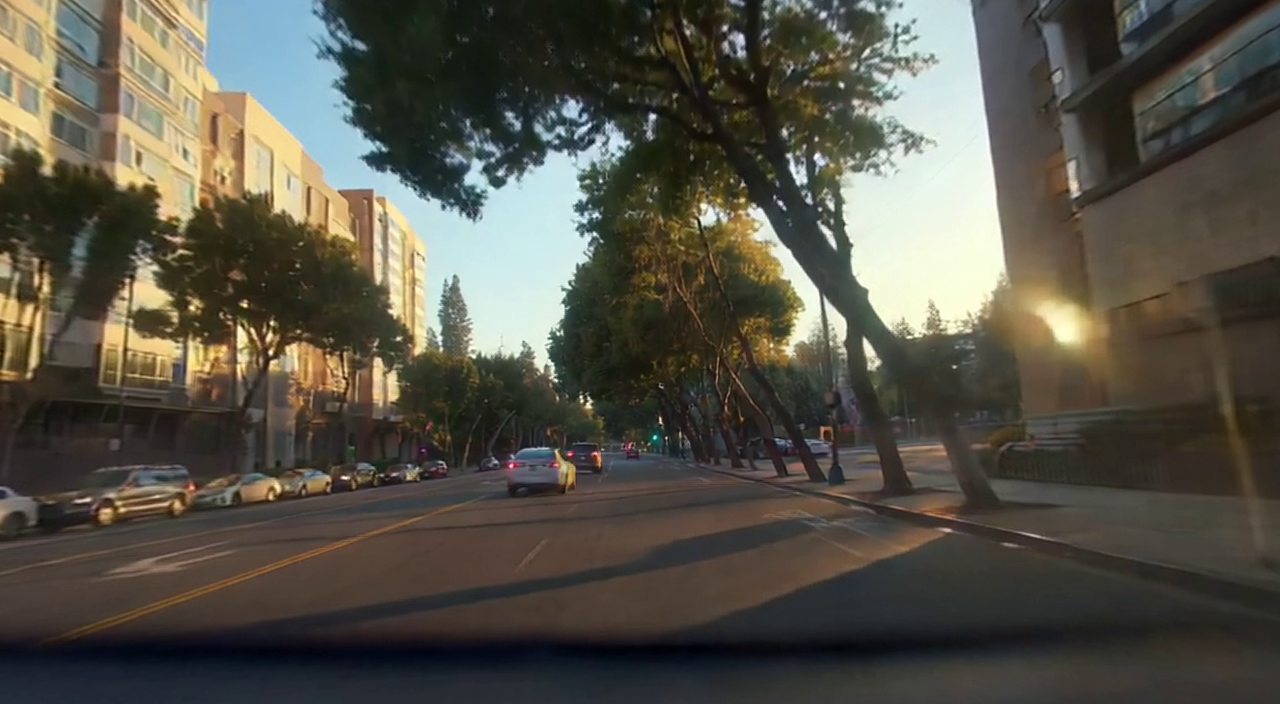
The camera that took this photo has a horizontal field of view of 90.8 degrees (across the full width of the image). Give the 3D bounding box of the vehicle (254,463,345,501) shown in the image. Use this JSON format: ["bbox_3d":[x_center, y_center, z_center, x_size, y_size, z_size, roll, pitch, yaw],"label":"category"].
[{"bbox_3d":[-15.953,6.100,29.941,1.871,1.485,4.573,0,-8,-2],"label":"vehicle"}]

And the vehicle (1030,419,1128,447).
[{"bbox_3d":[25.473,4.708,36.758,4.215,1.545,1.897,0,-8,0],"label":"vehicle"}]

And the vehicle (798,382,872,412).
[{"bbox_3d":[11.666,2.730,38.042,3.827,1.556,1.730,-1,-9,-1],"label":"vehicle"}]

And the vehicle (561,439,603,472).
[{"bbox_3d":[-3.452,6.288,38.558,2.190,1.840,4.720,0,-8,-1],"label":"vehicle"}]

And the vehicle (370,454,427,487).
[{"bbox_3d":[-16.321,7.959,42.888,2.079,1.847,4.592,-5,-8,-1],"label":"vehicle"}]

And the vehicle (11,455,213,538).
[{"bbox_3d":[-15.650,4.227,19.222,2.129,1.967,4.907,-4,-9,-3],"label":"vehicle"}]

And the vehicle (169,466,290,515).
[{"bbox_3d":[-15.767,5.308,24.599,1.942,1.431,4.553,-5,-9,-4],"label":"vehicle"}]

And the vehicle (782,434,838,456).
[{"bbox_3d":[12.418,6.806,46.211,3.527,1.496,1.836,0,-8,-4],"label":"vehicle"}]

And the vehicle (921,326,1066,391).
[{"bbox_3d":[12.380,0.273,22.353,3.932,1.743,1.695,-5,-8,3],"label":"vehicle"}]

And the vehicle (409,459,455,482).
[{"bbox_3d":[-16.012,9.125,48.846,2.021,1.438,4.616,-3,-8,0],"label":"vehicle"}]

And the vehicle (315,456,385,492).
[{"bbox_3d":[-16.230,6.811,35.615,1.897,1.805,4.538,0,-8,-3],"label":"vehicle"}]

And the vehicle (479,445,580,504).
[{"bbox_3d":[-2.937,3.349,17.795,2.051,1.454,4.132,0,-8,1],"label":"vehicle"}]
